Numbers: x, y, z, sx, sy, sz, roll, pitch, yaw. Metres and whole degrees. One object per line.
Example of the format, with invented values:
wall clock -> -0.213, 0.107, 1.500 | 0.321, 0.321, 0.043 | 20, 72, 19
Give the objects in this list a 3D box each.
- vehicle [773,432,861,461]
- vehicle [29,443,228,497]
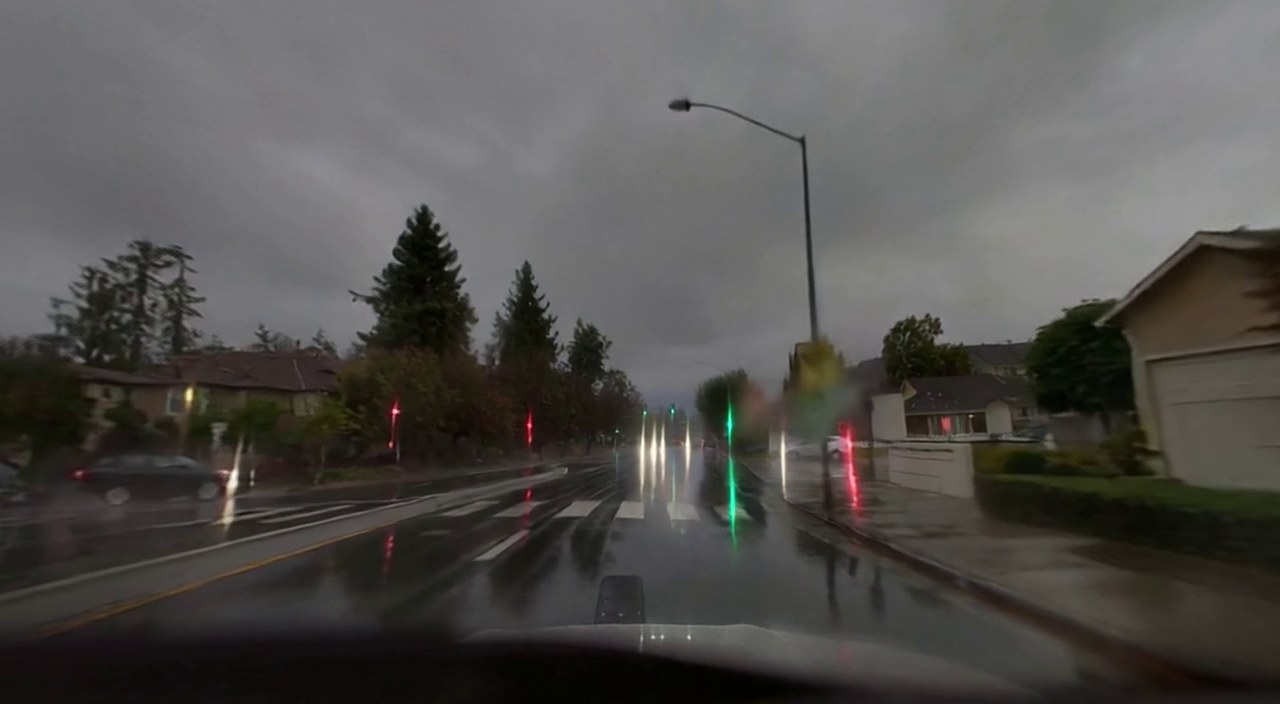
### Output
vehicle -> 10.935, 5.830, 38.990 | 4.906, 1.729, 2.414 | -4, -9, 23
vehicle -> -21.272, 4.901, 26.607 | 5.938, 2.098, 2.333 | 2, -9, -12
